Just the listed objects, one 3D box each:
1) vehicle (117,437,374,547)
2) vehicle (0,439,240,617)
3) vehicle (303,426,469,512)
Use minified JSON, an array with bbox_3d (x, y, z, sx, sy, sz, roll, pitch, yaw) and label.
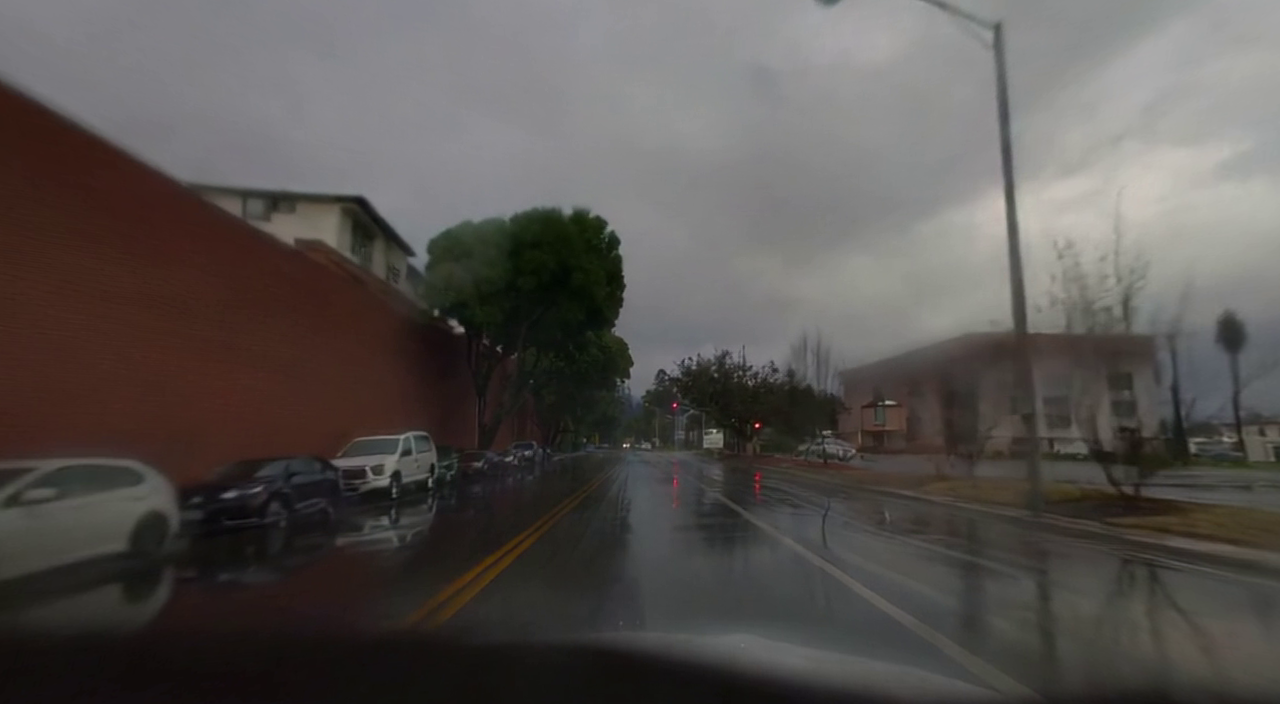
[{"bbox_3d":[-6.674,2.350,11.385,1.794,1.544,4.229,1,-8,1],"label":"vehicle"},{"bbox_3d":[-6.664,1.728,6.780,1.989,1.485,4.218,1,-7,-1],"label":"vehicle"},{"bbox_3d":[-6.517,3.074,17.138,2.150,1.854,5.551,2,-9,0],"label":"vehicle"}]
